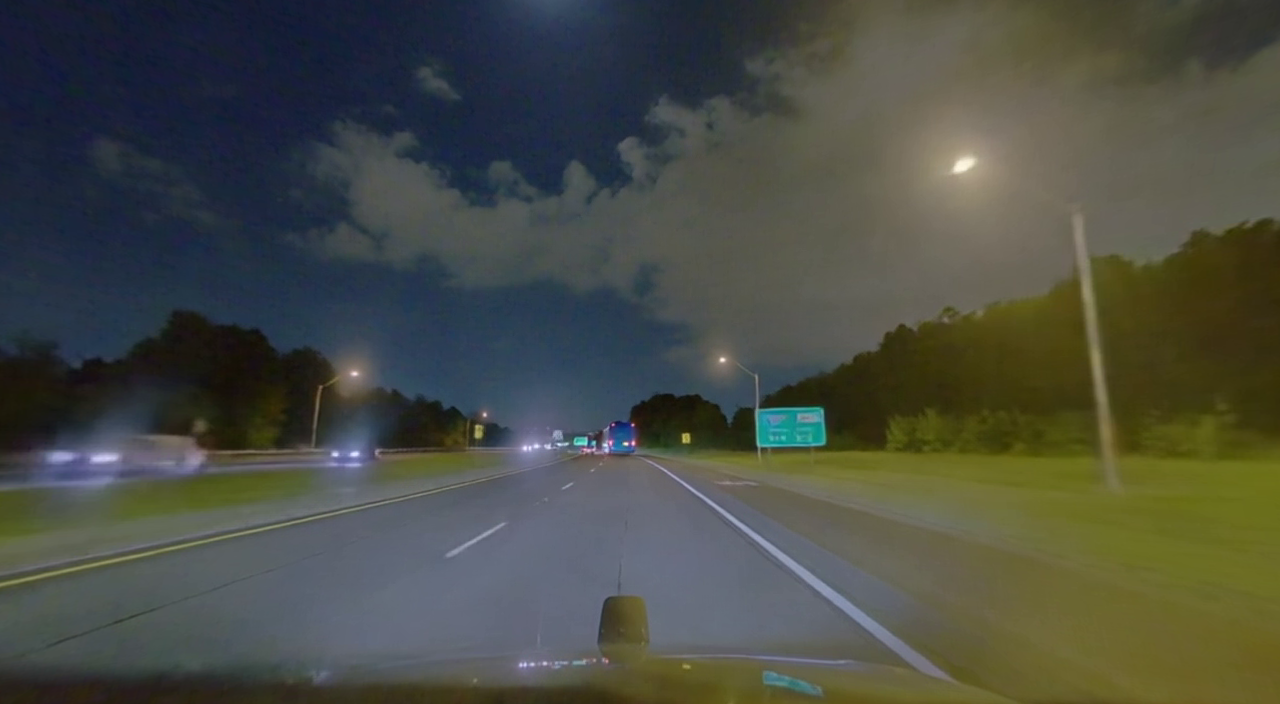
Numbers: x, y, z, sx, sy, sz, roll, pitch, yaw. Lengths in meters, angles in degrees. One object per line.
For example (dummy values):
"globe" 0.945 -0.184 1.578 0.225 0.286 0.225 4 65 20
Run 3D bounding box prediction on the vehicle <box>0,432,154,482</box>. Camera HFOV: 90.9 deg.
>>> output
"vehicle" -20.487 3.823 23.099 1.931 1.626 4.213 0 -9 0

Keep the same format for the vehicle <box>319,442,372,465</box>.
"vehicle" -21.093 7.270 45.255 1.882 1.530 3.974 0 -9 -1
